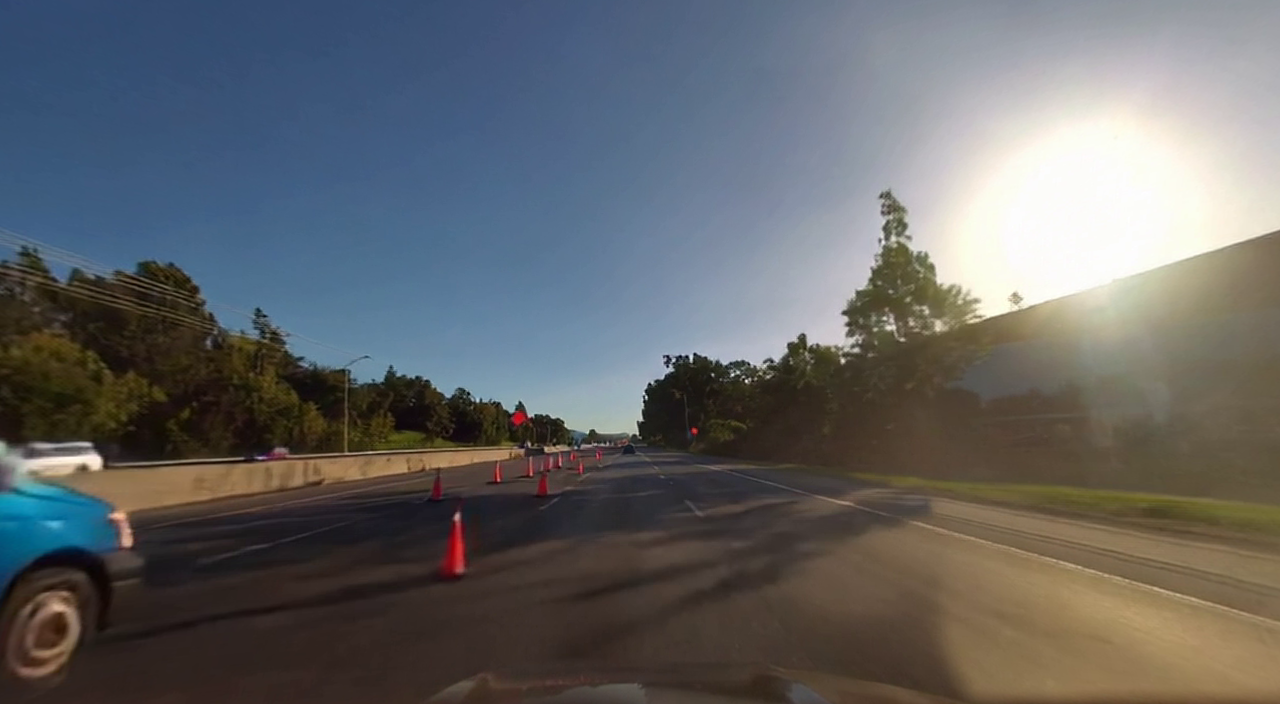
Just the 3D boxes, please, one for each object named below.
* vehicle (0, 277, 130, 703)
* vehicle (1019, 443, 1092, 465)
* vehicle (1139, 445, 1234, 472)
[{"bbox_3d":[-3.686,0.434,0.969,2.046,1.982,4.465,0,-9,-1],"label":"vehicle"},{"bbox_3d":[29.638,7.282,45.094,3.810,1.500,1.922,0,-8,0],"label":"vehicle"},{"bbox_3d":[30.008,5.860,34.745,3.595,1.393,1.803,0,-8,-2],"label":"vehicle"}]
